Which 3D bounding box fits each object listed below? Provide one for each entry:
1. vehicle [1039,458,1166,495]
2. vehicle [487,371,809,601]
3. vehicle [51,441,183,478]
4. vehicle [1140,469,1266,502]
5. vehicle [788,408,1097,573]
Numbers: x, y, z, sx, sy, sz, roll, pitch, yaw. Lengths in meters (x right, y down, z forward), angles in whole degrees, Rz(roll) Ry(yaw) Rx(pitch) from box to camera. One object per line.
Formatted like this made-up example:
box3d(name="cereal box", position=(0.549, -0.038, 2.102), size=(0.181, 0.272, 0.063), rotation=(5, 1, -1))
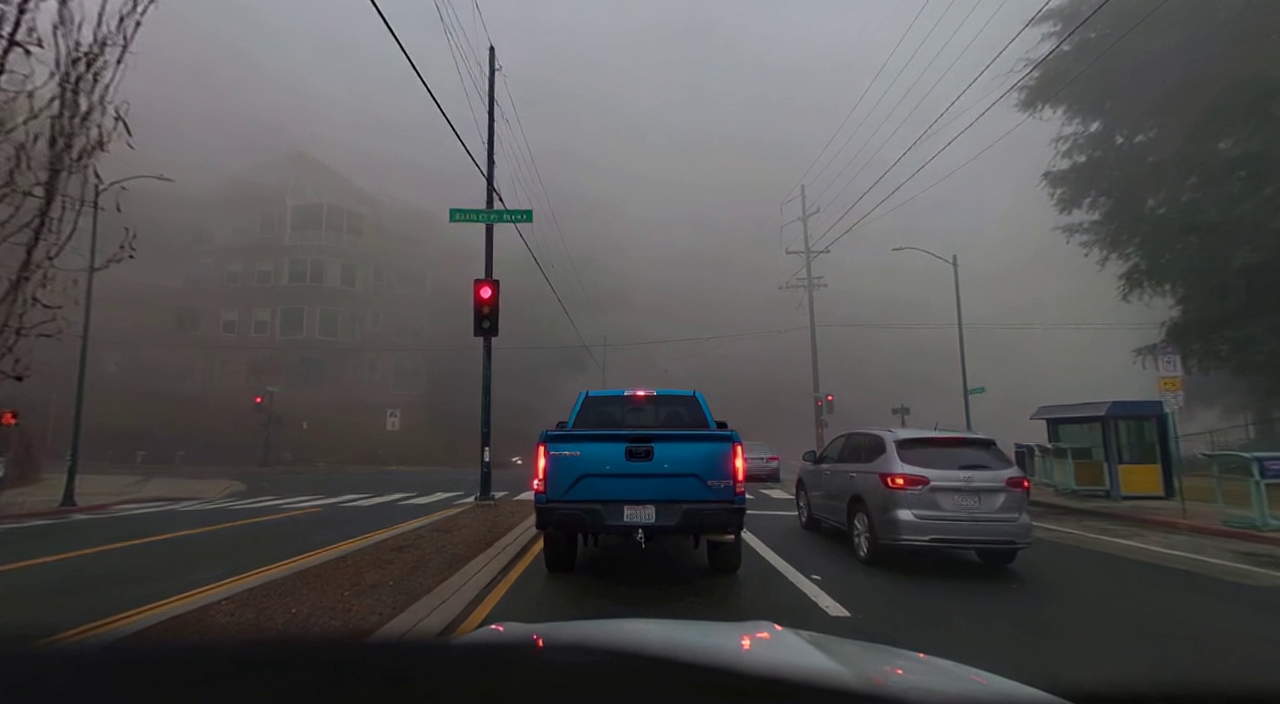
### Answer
box3d(name="vehicle", position=(21.803, 5.873, 29.845), size=(4.498, 1.618, 1.843), rotation=(0, -8, 0))
box3d(name="vehicle", position=(0.099, 1.512, 8.003), size=(2.738, 1.959, 5.070), rotation=(0, -8, 1))
box3d(name="vehicle", position=(-24.851, 5.107, 30.066), size=(4.563, 1.692, 1.778), rotation=(0, -8, -2))
box3d(name="vehicle", position=(26.399, 6.255, 29.660), size=(4.071, 1.388, 1.884), rotation=(0, -8, 1))
box3d(name="vehicle", position=(3.835, 1.848, 9.259), size=(2.131, 1.759, 4.762), rotation=(0, -8, 0))
